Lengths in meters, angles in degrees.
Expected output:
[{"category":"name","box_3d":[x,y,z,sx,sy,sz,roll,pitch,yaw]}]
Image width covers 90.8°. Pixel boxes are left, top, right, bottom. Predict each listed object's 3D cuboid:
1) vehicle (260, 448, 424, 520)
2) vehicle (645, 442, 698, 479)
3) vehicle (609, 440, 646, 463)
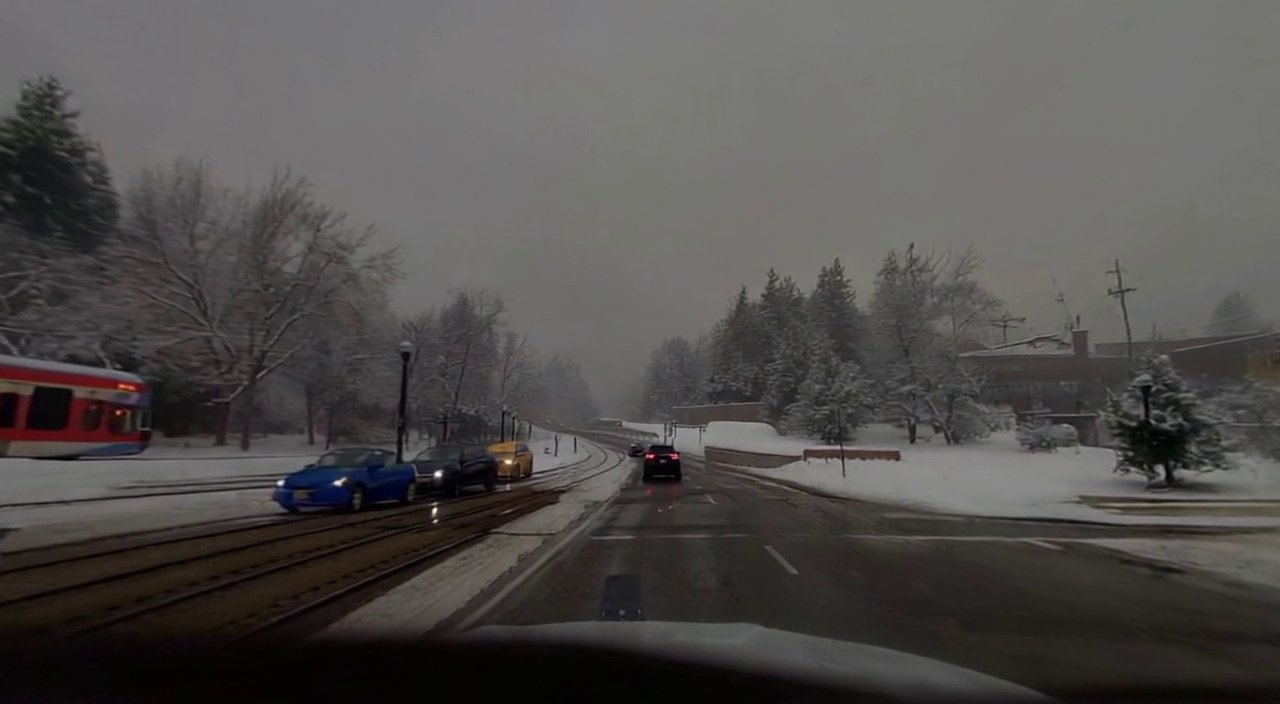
[{"category":"vehicle","box_3d":[-7.256,3.212,16.010,2.042,1.531,4.403,0,-8,-1]},{"category":"vehicle","box_3d":[1.572,5.599,33.015,2.263,1.765,4.237,0,-8,-4]},{"category":"vehicle","box_3d":[-1.028,7.807,49.680,2.010,1.725,4.320,2,-9,-14]}]
